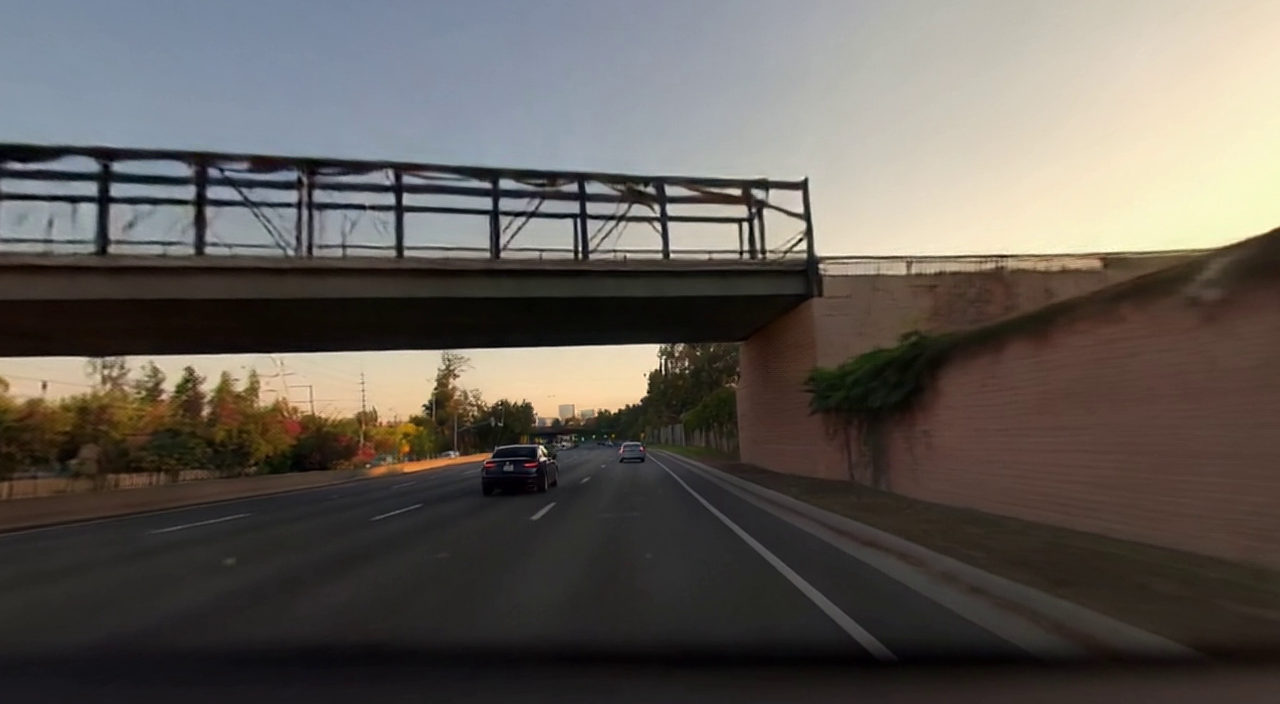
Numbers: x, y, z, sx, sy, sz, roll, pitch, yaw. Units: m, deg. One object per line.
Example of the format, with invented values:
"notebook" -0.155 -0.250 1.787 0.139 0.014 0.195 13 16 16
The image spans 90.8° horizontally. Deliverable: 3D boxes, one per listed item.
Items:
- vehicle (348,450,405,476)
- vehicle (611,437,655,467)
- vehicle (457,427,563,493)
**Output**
"vehicle" -18.079 7.626 43.585 1.983 1.552 4.798 0 -8 -1
"vehicle" -0.395 5.410 34.440 2.205 1.509 4.272 0 -8 -1
"vehicle" -3.811 3.247 19.430 2.223 1.771 4.581 0 -8 1
